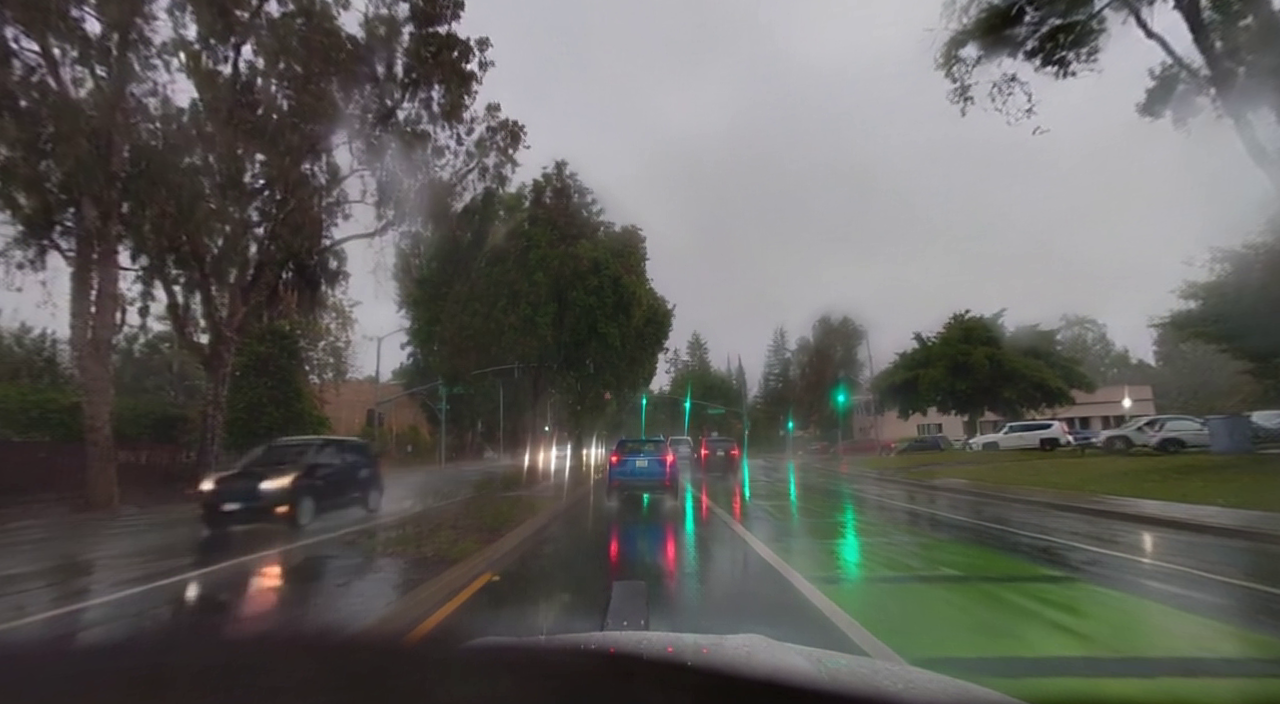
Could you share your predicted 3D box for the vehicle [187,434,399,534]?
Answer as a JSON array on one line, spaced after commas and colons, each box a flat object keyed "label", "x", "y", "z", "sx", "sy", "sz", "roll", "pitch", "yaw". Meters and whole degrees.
[{"label": "vehicle", "x": -6.935, "y": 2.648, "z": 13.280, "sx": 2.005, "sy": 1.729, "sz": 4.293, "roll": 0, "pitch": -8, "yaw": 0}]

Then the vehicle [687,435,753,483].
[{"label": "vehicle", "x": 3.266, "y": 4.498, "z": 26.756, "sx": 2.189, "sy": 1.815, "sz": 4.495, "roll": 0, "pitch": -8, "yaw": 0}]

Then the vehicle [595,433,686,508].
[{"label": "vehicle", "x": 0.017, "y": 3.068, "z": 16.716, "sx": 2.109, "sy": 1.730, "sz": 3.963, "roll": 0, "pitch": -8, "yaw": 0}]
